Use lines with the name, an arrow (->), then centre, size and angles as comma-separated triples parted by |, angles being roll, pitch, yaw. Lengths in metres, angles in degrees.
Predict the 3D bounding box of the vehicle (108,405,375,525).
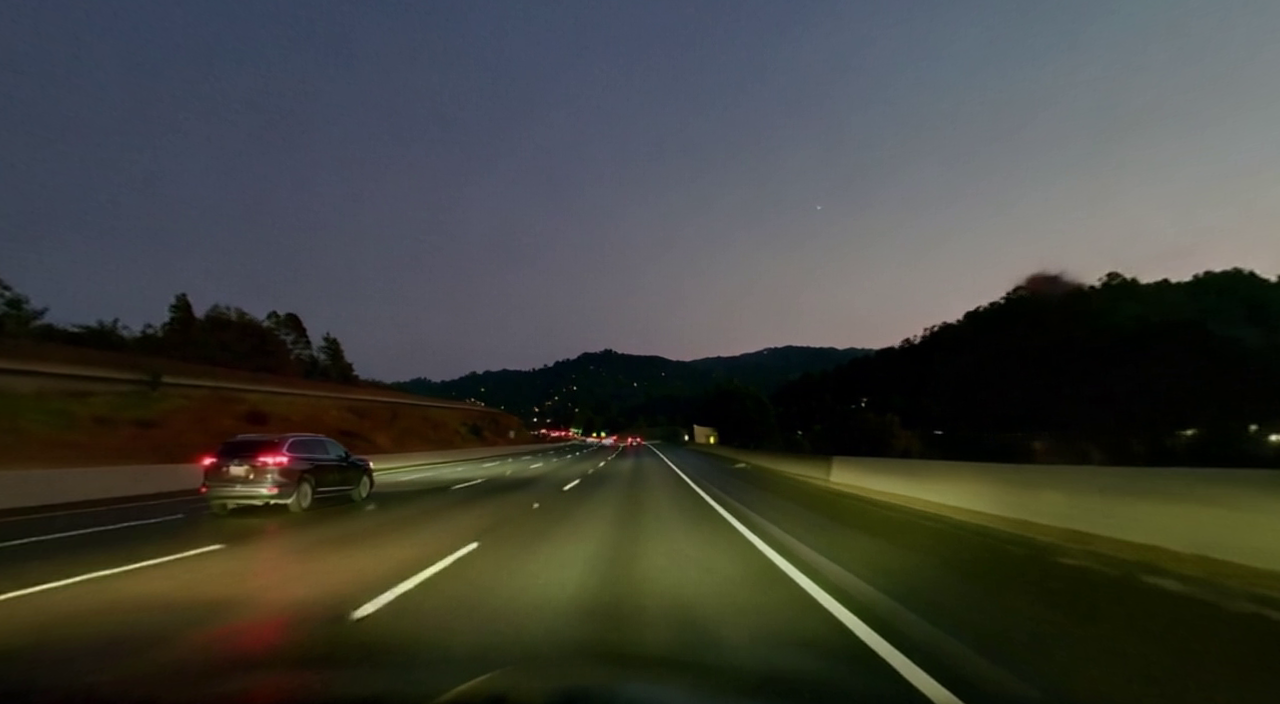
vehicle -> -7.514, 2.202, 12.757 | 2.151, 1.925, 4.945 | 0, -9, 0
